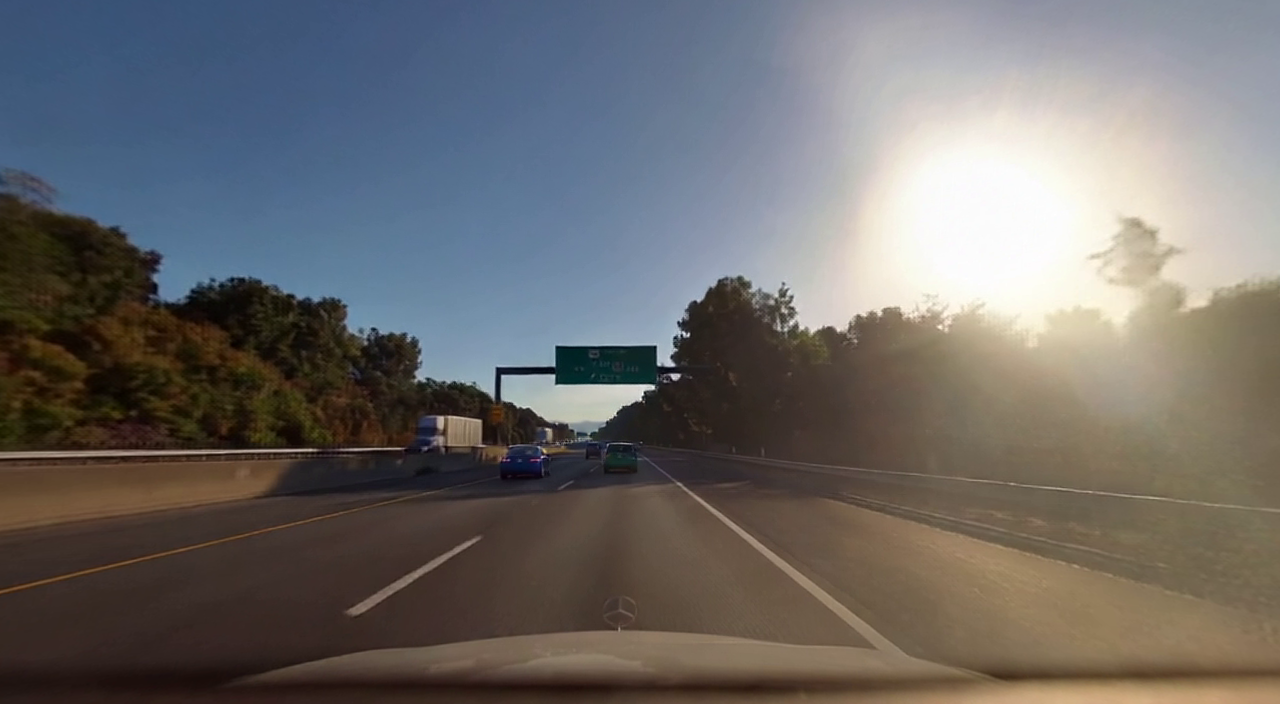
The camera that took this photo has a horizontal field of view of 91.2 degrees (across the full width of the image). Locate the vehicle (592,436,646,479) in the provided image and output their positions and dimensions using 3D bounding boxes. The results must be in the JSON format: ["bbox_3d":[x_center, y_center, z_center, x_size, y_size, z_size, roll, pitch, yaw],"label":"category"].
[{"bbox_3d":[-0.915,4.666,27.939,2.220,1.711,4.056,0,-9,-1],"label":"vehicle"}]

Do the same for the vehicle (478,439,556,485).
[{"bbox_3d":[-4.718,4.301,24.811,2.103,1.588,4.709,-1,-9,0],"label":"vehicle"}]
